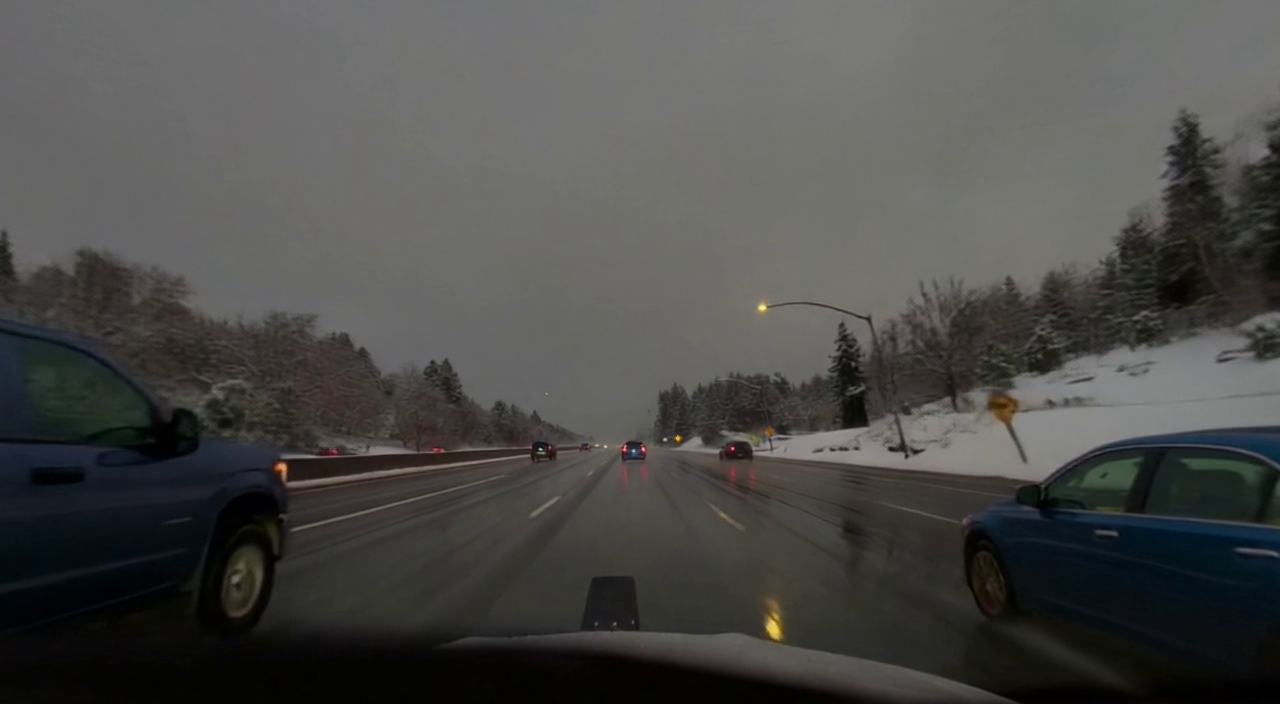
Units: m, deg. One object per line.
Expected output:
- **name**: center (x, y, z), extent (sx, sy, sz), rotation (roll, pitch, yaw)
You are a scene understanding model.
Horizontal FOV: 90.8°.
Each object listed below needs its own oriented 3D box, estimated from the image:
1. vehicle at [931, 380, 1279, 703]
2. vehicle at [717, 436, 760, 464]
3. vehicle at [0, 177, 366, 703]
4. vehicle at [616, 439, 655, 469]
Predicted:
- **vehicle**: center (3.179, 0.861, 2.167), extent (2.072, 1.501, 4.694), rotation (0, -9, -1)
- **vehicle**: center (6.907, 6.968, 45.024), extent (2.103, 1.898, 5.310), rotation (0, -9, -1)
- **vehicle**: center (-3.577, 0.458, 2.119), extent (2.592, 2.179, 6.034), rotation (0, -9, 0)
- **vehicle**: center (-0.286, 5.882, 36.635), extent (2.157, 1.642, 4.189), rotation (0, -9, -1)
